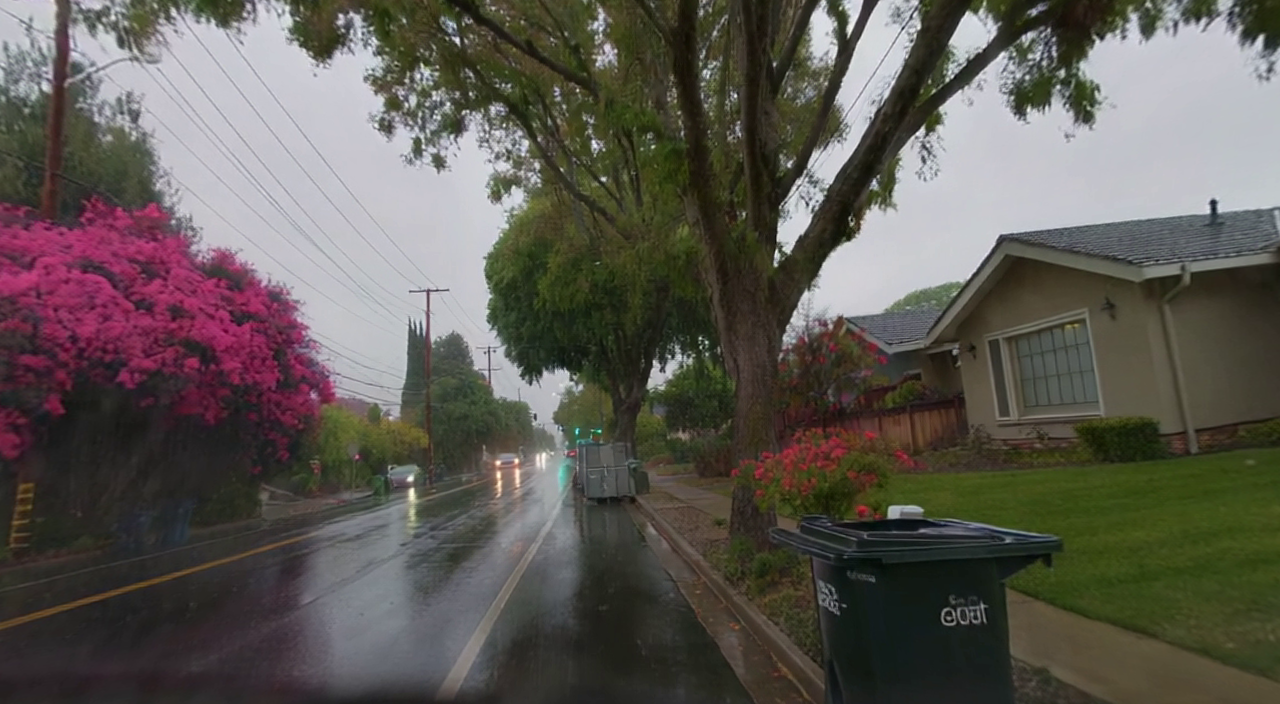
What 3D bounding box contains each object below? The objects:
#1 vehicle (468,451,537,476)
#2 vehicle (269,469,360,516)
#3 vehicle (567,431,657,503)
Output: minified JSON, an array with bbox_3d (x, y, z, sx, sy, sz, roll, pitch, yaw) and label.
[{"bbox_3d":[-10.489,8.494,48.275,4.723,1.679,2.218,-5,-10,19],"label":"vehicle"},{"bbox_3d":[-13.762,5.920,26.980,1.982,1.660,4.142,1,-8,-6],"label":"vehicle"},{"bbox_3d":[-0.824,3.081,17.386,2.190,1.708,4.115,0,-8,-4],"label":"vehicle"}]
